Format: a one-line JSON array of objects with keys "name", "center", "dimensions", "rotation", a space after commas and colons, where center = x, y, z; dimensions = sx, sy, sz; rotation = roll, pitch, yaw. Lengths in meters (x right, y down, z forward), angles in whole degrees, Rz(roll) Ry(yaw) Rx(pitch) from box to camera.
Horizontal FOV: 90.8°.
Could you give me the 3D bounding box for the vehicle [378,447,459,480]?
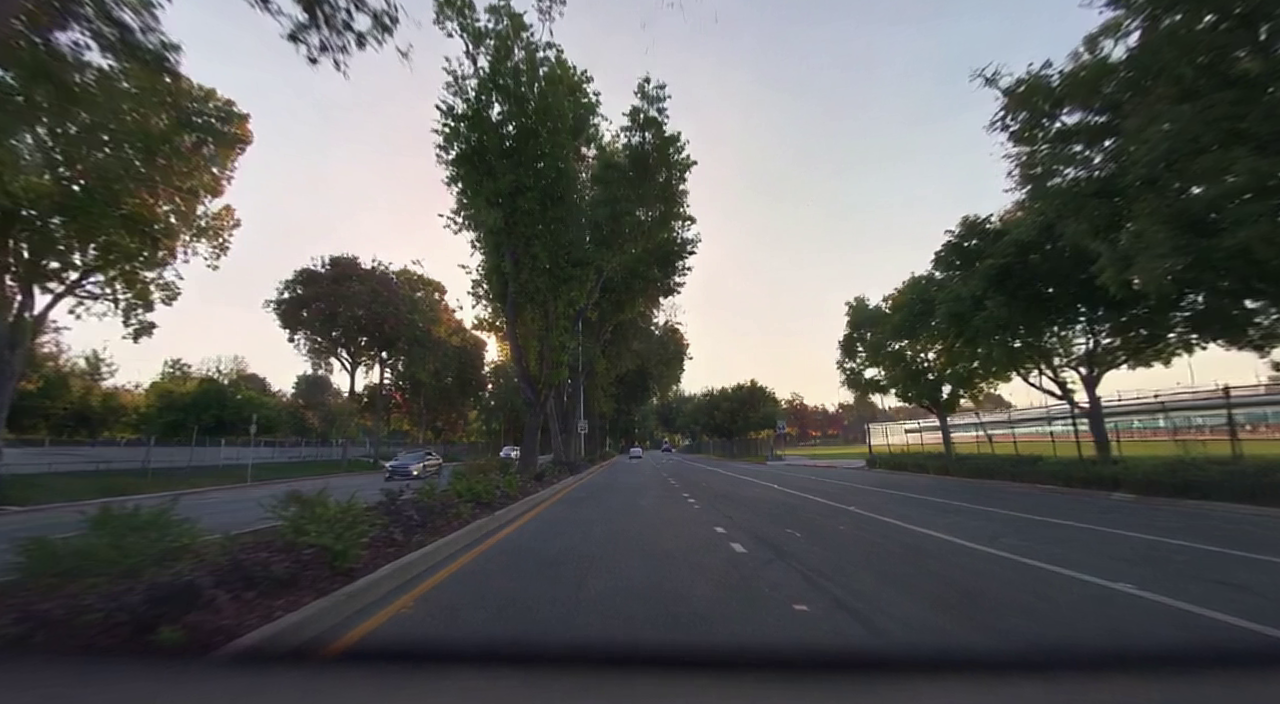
[{"name": "vehicle", "center": [-10.803, 5.461, 31.202], "dimensions": [2.173, 1.460, 4.661], "rotation": [-1, -8, 2]}]
